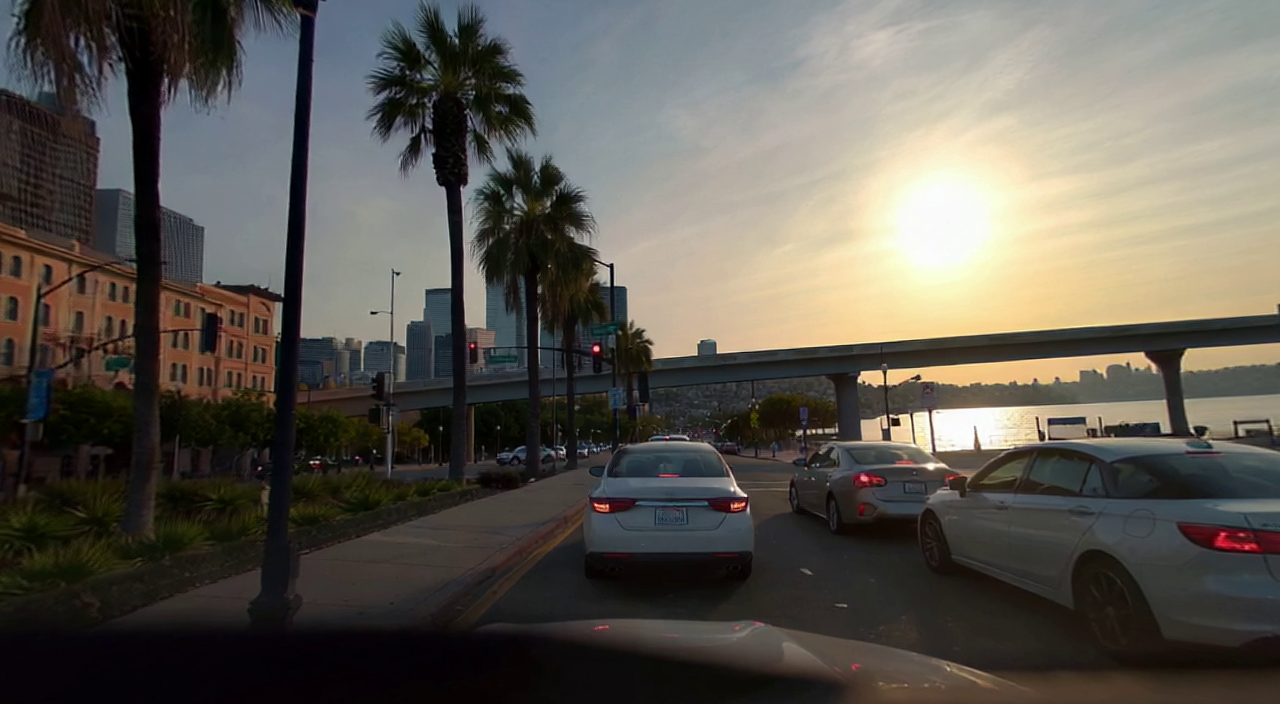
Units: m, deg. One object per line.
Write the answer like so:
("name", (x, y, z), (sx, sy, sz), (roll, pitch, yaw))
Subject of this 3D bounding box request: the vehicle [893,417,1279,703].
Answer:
("vehicle", (3.911, 1.366, 5.098), (1.913, 1.469, 4.425), (0, -9, 0))

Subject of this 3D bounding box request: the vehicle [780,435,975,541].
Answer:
("vehicle", (3.890, 2.287, 11.309), (1.920, 1.490, 4.417), (-1, -9, 2))

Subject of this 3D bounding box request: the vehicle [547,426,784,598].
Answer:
("vehicle", (0.262, 1.704, 7.509), (2.093, 1.503, 3.681), (0, -9, 1))

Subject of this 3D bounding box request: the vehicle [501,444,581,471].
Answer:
("vehicle", (-6.142, 6.522, 39.329), (4.495, 1.604, 2.022), (6, -11, -35))
